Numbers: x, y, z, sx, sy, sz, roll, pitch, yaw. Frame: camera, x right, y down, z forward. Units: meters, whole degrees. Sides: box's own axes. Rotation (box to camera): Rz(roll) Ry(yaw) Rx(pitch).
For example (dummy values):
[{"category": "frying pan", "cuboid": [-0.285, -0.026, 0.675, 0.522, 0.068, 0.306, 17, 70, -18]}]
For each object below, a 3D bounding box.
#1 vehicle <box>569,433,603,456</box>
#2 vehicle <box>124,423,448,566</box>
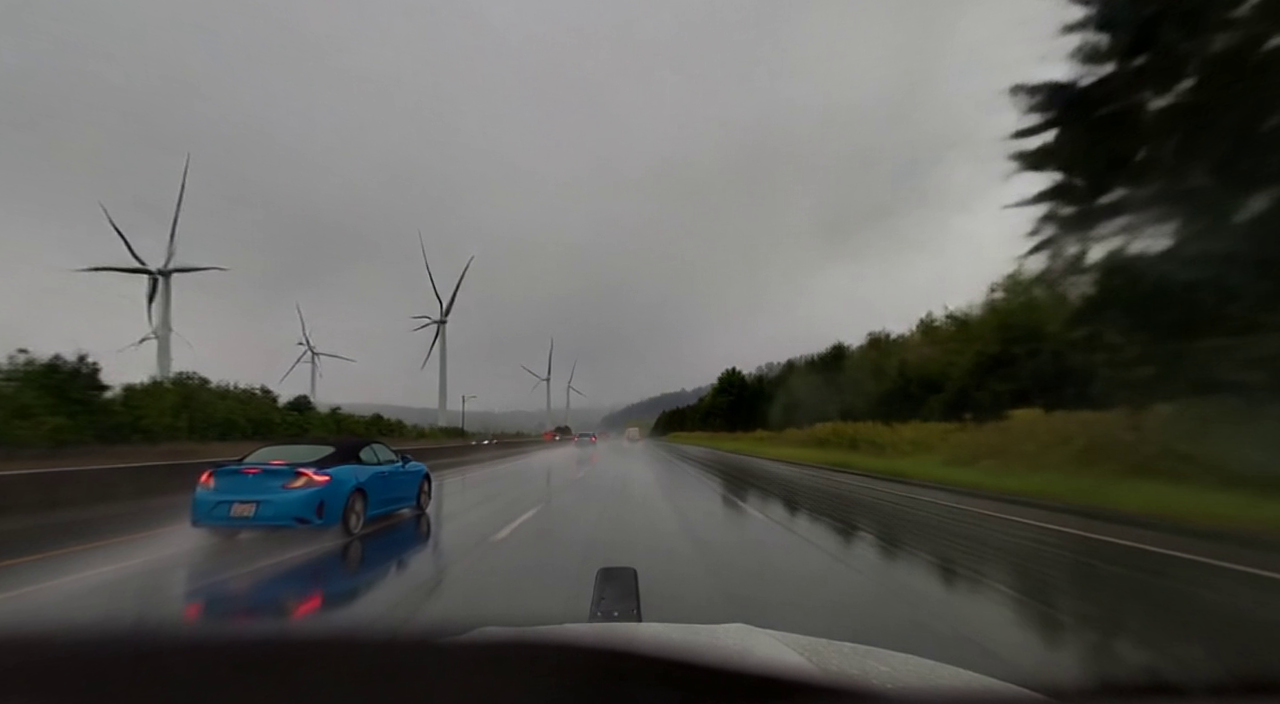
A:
[{"category": "vehicle", "cuboid": [-3.535, 6.159, 41.939, 2.024, 1.456, 3.754, 0, -8, -2]}, {"category": "vehicle", "cuboid": [-4.192, 1.718, 8.457, 1.969, 1.413, 4.194, 0, -8, -1]}]
